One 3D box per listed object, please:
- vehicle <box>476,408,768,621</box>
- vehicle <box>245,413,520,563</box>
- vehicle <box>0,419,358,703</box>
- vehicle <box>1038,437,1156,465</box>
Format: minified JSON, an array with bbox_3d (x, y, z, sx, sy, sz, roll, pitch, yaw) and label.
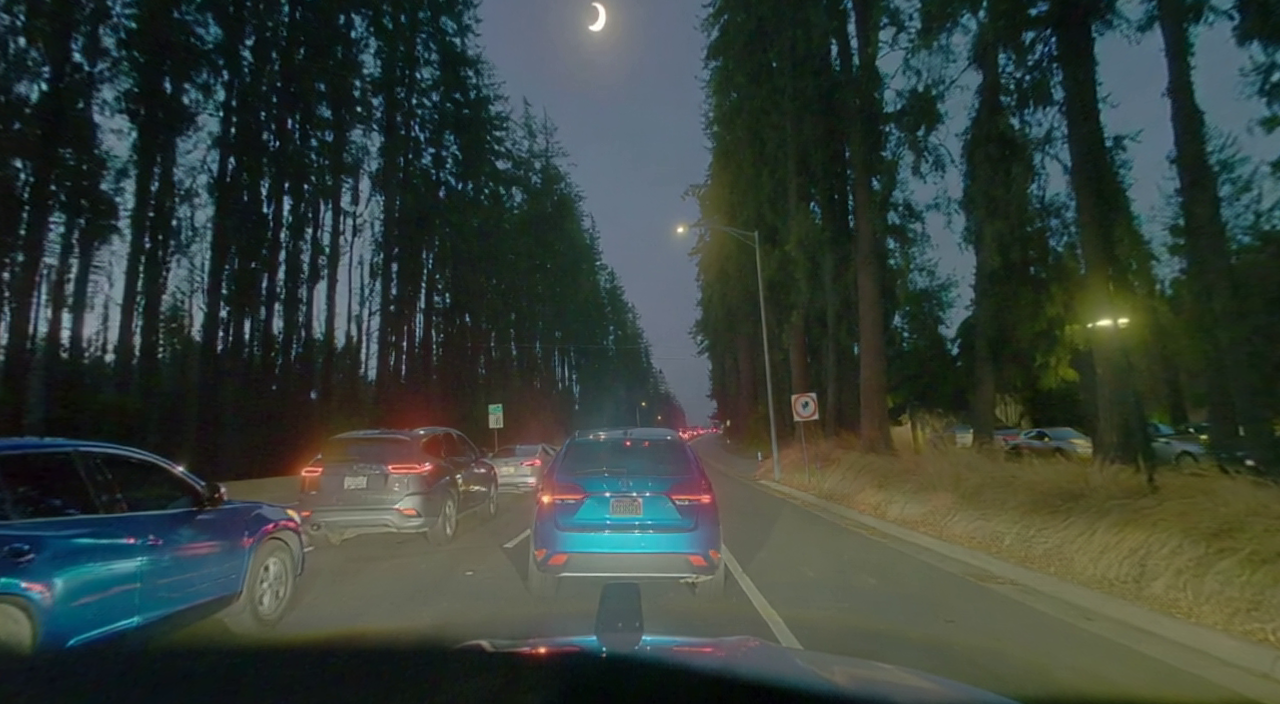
[{"bbox_3d":[-0.032,1.520,6.830,2.229,1.591,3.897,-1,-8,3],"label":"vehicle"},{"bbox_3d":[-3.491,1.943,9.821,2.188,1.745,4.618,0,-8,2],"label":"vehicle"},{"bbox_3d":[-3.656,1.164,3.625,1.922,1.464,4.424,0,-8,2],"label":"vehicle"},{"bbox_3d":[28.463,6.171,39.453,5.955,1.702,2.166,1,-8,-6],"label":"vehicle"}]
